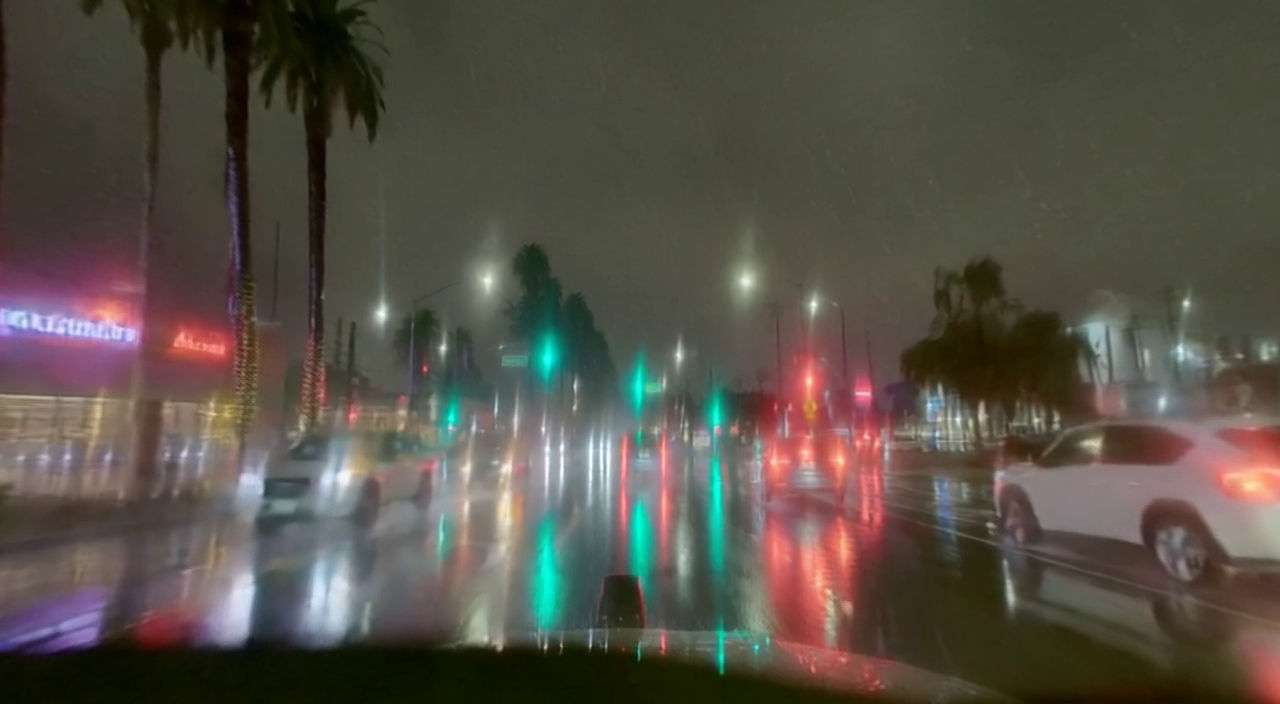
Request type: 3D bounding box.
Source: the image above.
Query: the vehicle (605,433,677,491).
[{"bbox_3d":[-0.002,3.825,22.372,2.264,1.798,4.531,0,-9,-1],"label":"vehicle"}]

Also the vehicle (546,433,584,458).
[{"bbox_3d":[-5.735,7.279,49.071,2.324,1.808,4.946,-1,-9,1],"label":"vehicle"}]

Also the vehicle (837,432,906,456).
[{"bbox_3d":[17.046,6.833,46.726,4.304,1.685,1.947,0,-9,0],"label":"vehicle"}]

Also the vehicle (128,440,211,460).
[{"bbox_3d":[-35.573,7.438,47.840,4.643,1.464,2.125,-1,-9,5],"label":"vehicle"}]

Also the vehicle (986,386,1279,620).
[{"bbox_3d":[6.208,1.467,6.735,1.981,1.893,5.238,0,-9,-1],"label":"vehicle"}]

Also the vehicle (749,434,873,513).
[{"bbox_3d":[4.140,3.016,16.148,2.070,1.711,4.480,-1,-9,3],"label":"vehicle"}]

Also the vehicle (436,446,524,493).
[{"bbox_3d":[-5.564,4.108,22.558,2.009,1.461,4.484,0,-9,-1],"label":"vehicle"}]

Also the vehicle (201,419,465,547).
[{"bbox_3d":[-4.979,2.198,11.343,2.341,1.762,4.865,0,-9,-1],"label":"vehicle"}]

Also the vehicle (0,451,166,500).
[{"bbox_3d":[-19.532,4.167,21.740,1.759,1.457,4.727,-7,-11,37],"label":"vehicle"}]
